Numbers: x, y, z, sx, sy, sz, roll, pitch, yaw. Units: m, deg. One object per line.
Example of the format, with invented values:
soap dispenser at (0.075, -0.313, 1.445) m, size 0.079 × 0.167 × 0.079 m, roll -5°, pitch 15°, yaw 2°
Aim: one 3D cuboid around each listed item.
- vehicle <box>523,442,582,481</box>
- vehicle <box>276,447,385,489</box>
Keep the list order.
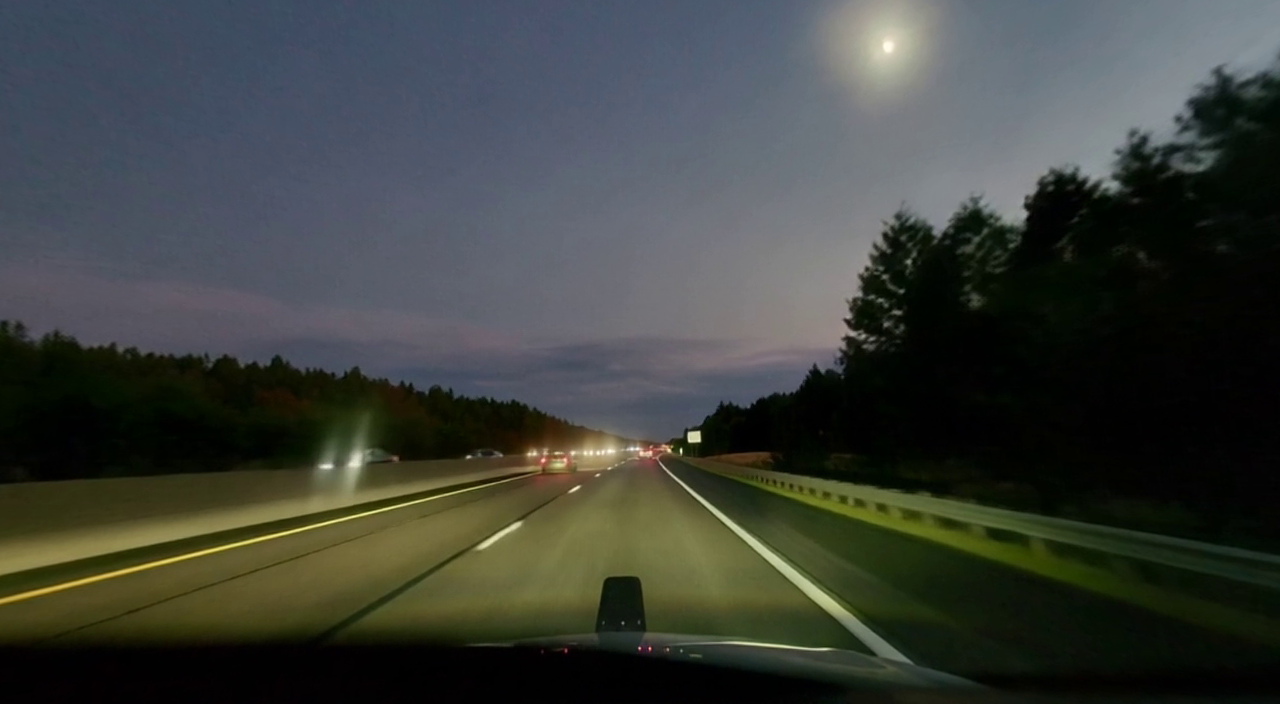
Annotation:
vehicle at (-3.983, 5.076, 29.485) m, size 2.095 × 1.664 × 4.305 m, roll 0°, pitch -9°, yaw 1°
vehicle at (-12.683, 4.771, 26.269) m, size 2.083 × 1.536 × 4.838 m, roll 0°, pitch -9°, yaw 0°
